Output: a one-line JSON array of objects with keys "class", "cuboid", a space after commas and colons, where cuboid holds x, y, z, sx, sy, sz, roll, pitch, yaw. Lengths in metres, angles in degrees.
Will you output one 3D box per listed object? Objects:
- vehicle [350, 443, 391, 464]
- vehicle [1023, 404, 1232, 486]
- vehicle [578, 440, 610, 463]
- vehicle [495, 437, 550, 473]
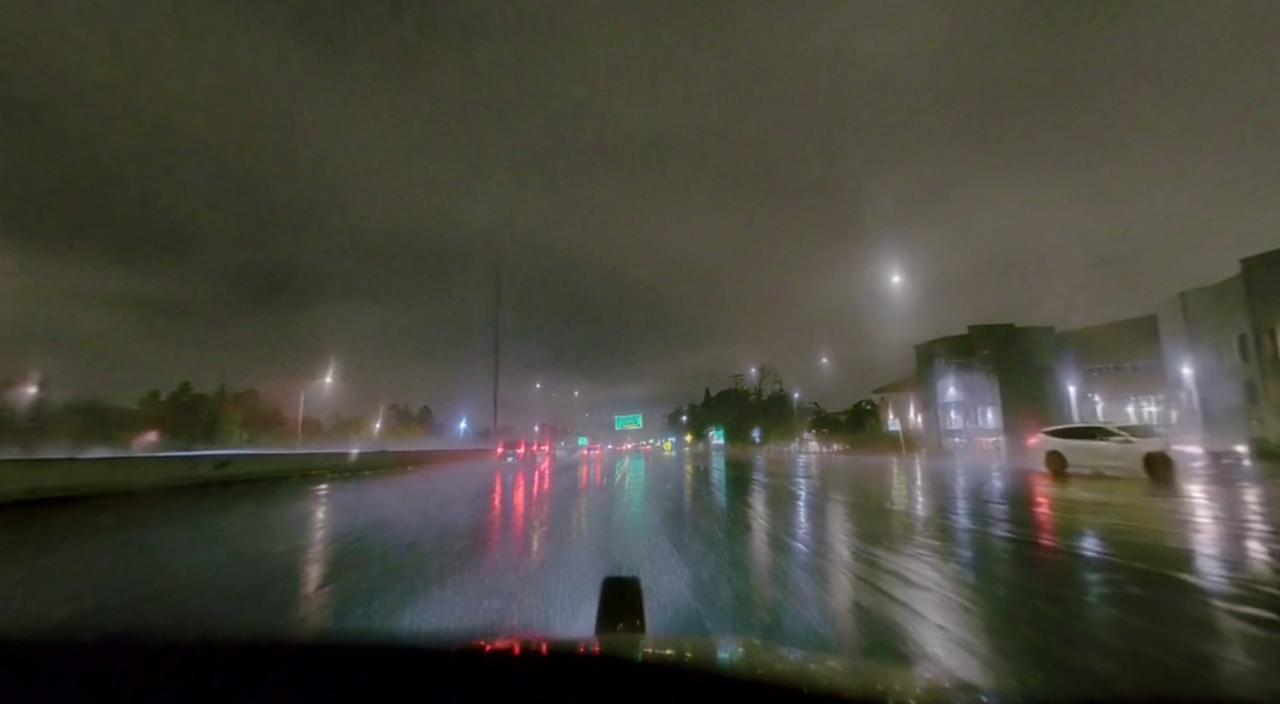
[{"class": "vehicle", "cuboid": [-19.598, 7.376, 46.028, 1.566, 1.406, 3.494, 0, -8, -2]}, {"class": "vehicle", "cuboid": [19.729, 3.878, 26.221, 2.873, 2.907, 6.459, 2, -9, -8]}, {"class": "vehicle", "cuboid": [-3.435, 7.491, 47.715, 2.027, 1.697, 4.307, 0, -8, 1]}, {"class": "vehicle", "cuboid": [-6.324, 5.599, 34.563, 2.015, 1.762, 4.790, 0, -8, 1]}]
